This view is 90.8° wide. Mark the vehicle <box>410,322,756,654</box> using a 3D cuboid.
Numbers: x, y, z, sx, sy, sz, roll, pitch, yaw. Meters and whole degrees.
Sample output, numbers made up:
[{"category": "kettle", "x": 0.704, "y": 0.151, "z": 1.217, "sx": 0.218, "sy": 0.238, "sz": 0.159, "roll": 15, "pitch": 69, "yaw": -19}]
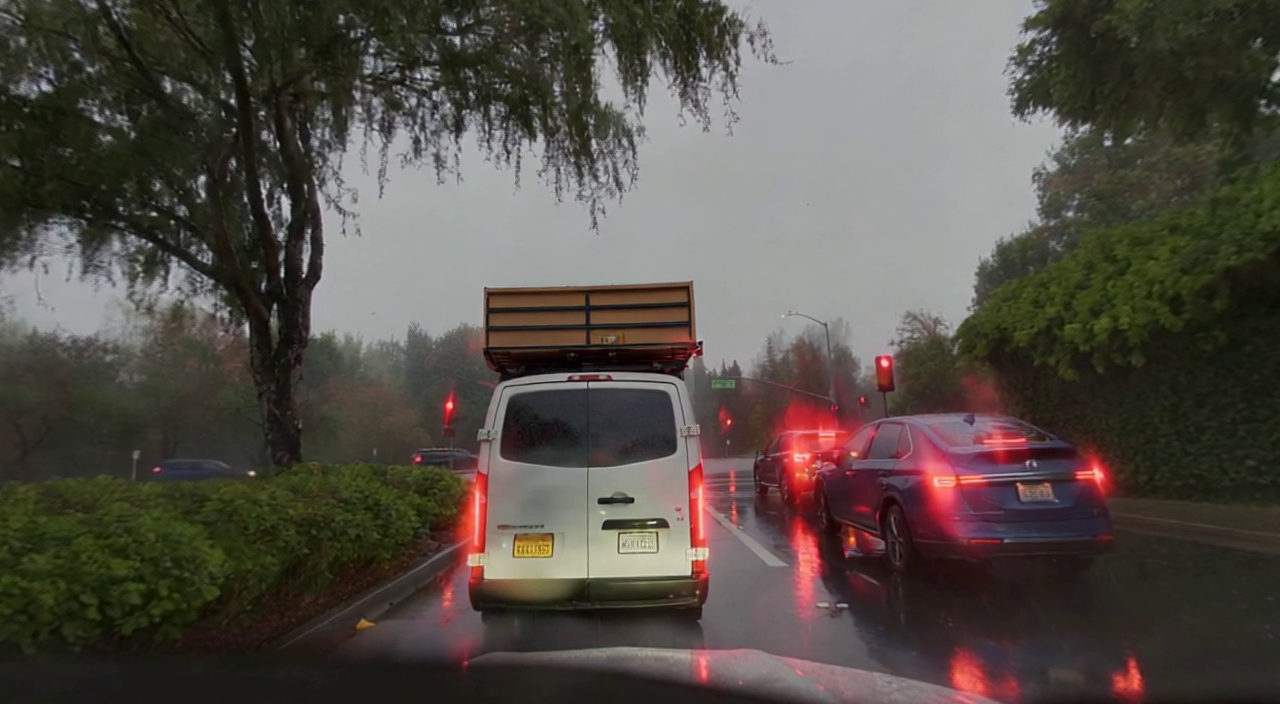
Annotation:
[{"category": "vehicle", "x": -0.364, "y": 1.157, "z": 6.195, "sx": 2.145, "sy": 2.089, "sz": 4.309, "roll": 0, "pitch": -9, "yaw": 0}]

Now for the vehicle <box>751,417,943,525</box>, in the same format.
[{"category": "vehicle", "x": 3.696, "y": 2.215, "z": 12.271, "sx": 2.024, "sy": 1.692, "sz": 4.252, "roll": 1, "pitch": -9, "yaw": -4}]

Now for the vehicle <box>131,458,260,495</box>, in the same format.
[{"category": "vehicle", "x": -20.800, "y": 5.820, "z": 29.782, "sx": 4.501, "sy": 1.613, "sz": 1.852, "roll": 2, "pitch": -9, "yaw": -12}]

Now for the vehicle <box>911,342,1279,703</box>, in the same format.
[{"category": "vehicle", "x": 3.459, "y": 0.944, "z": 3.415, "sx": 1.965, "sy": 1.671, "sz": 4.146, "roll": 0, "pitch": -9, "yaw": -3}]
